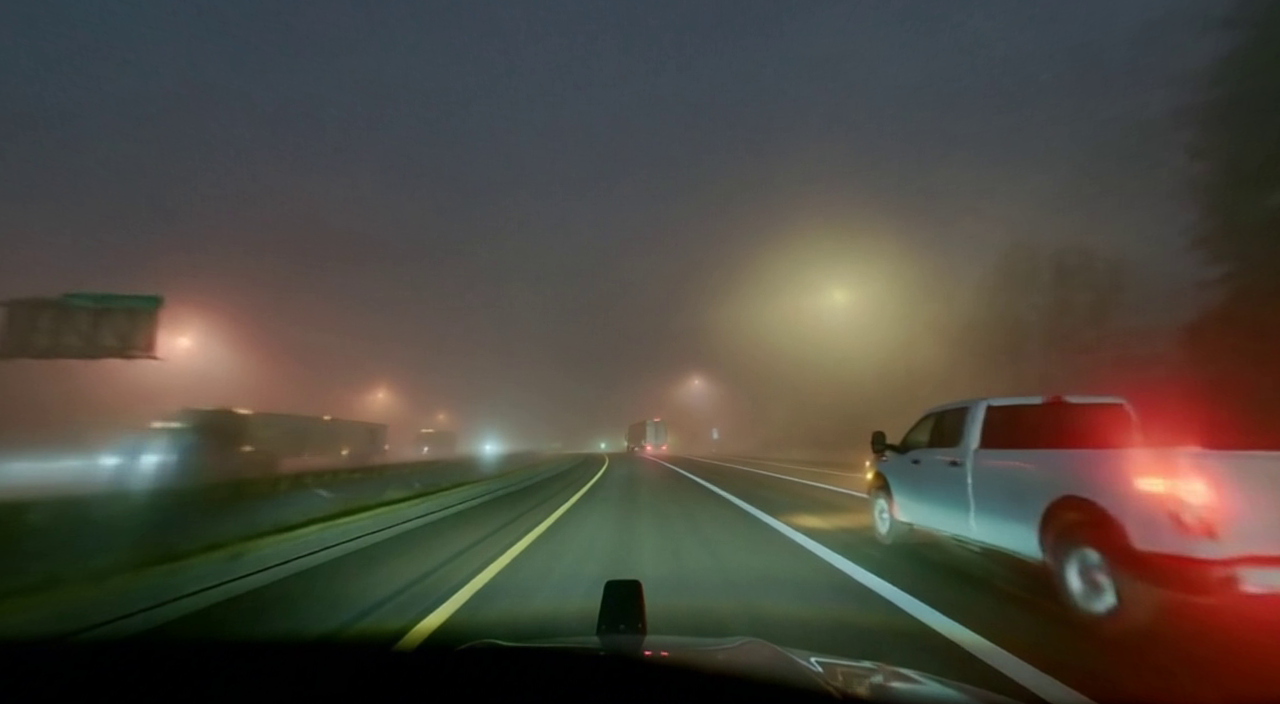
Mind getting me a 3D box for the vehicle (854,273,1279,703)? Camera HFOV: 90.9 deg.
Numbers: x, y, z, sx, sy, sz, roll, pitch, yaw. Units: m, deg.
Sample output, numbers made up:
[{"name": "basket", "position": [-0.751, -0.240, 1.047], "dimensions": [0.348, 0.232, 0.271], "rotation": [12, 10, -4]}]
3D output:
[{"name": "vehicle", "position": [4.010, 1.008, 5.357], "dimensions": [2.383, 1.959, 5.669], "rotation": [0, -8, 0]}]
